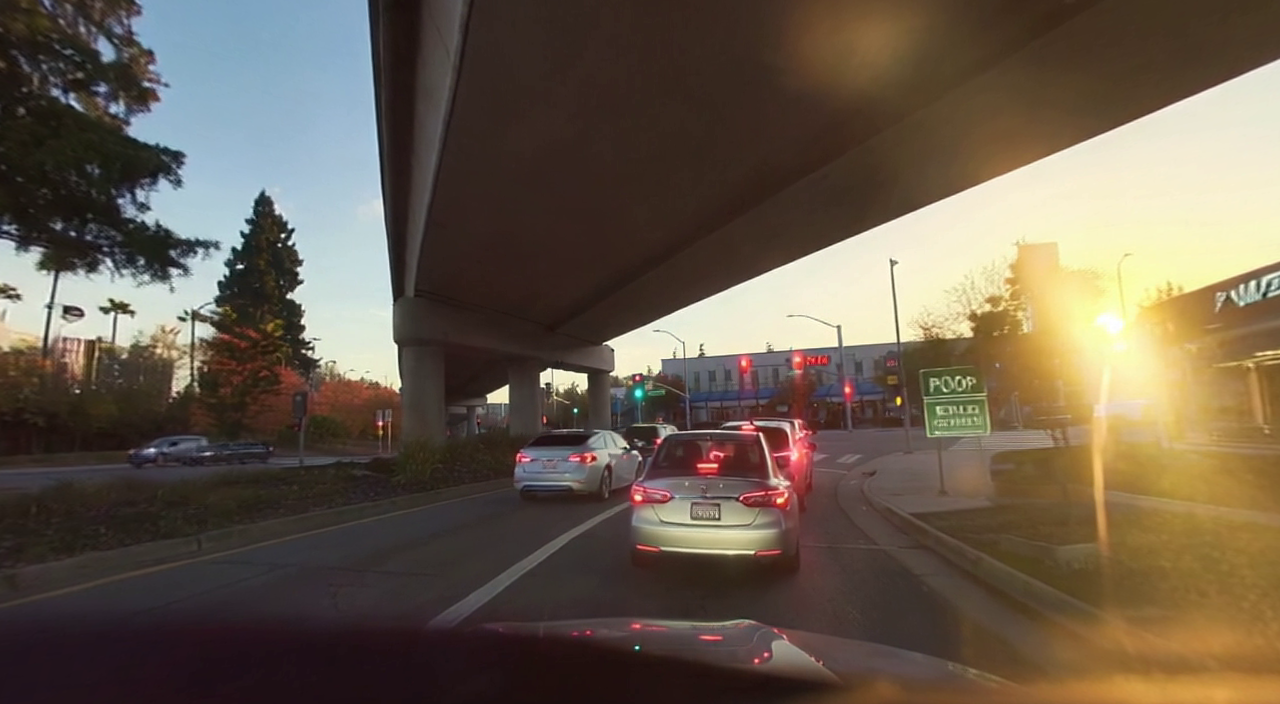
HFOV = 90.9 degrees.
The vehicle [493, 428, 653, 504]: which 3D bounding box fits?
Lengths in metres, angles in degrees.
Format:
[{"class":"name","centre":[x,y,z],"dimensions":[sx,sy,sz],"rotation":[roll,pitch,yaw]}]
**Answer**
[{"class":"vehicle","centre":[-1.356,2.655,15.187],"dimensions":[2.214,1.519,4.704],"rotation":[-3,-9,15]}]

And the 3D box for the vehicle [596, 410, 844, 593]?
[{"class":"vehicle","centre":[1.044,1.637,7.839],"dimensions":[2.195,1.571,4.353],"rotation":[-2,-8,10]}]
